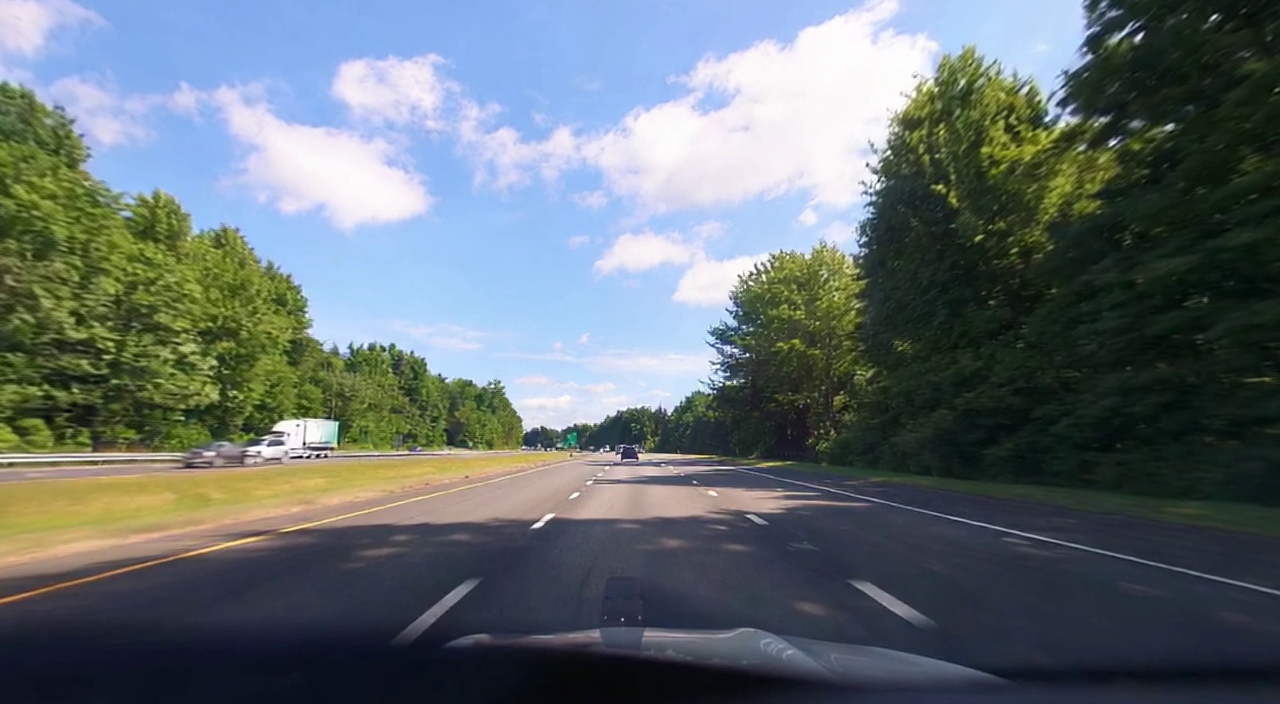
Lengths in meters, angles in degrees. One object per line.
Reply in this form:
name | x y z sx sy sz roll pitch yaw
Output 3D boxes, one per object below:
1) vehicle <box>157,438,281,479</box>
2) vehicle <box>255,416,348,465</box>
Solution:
vehicle | -16.527 4.196 25.067 1.968 1.437 4.268 0 -9 0
vehicle | -24.788 6.581 46.706 2.659 3.306 7.765 1 -9 -2
